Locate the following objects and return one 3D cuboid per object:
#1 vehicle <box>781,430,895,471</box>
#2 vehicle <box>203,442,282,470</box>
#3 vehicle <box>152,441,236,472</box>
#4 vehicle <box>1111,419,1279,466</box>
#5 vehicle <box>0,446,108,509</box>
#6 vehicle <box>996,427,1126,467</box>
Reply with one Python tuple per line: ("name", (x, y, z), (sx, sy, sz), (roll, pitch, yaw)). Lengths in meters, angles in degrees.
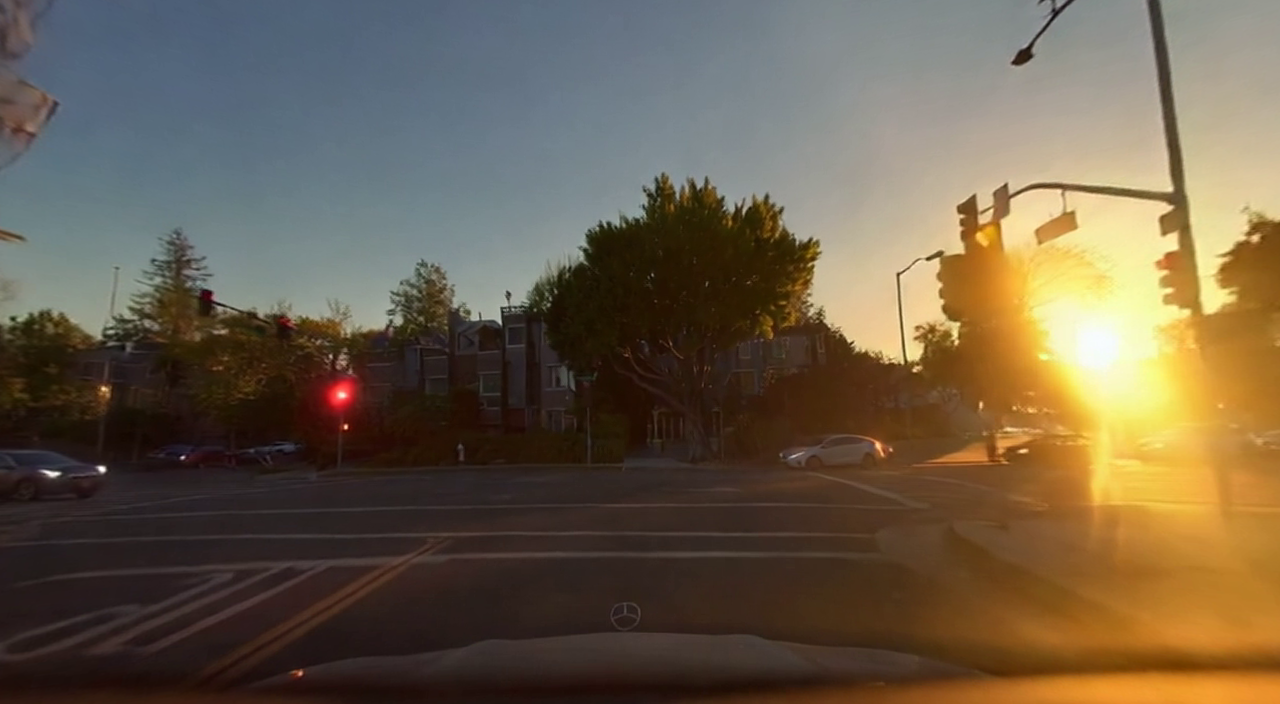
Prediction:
("vehicle", (7.647, 3.829, 24.681), (3.815, 1.504, 1.790), (-1, -8, 2))
("vehicle", (-24.292, 6.342, 38.822), (1.817, 1.488, 4.631), (-1, -8, 0))
("vehicle", (-27.220, 6.347, 38.705), (1.967, 1.779, 4.159), (-1, -8, 2))
("vehicle", (21.184, 3.479, 24.237), (4.510, 1.673, 2.030), (-1, -8, 2))
("vehicle", (-16.944, 3.174, 16.192), (4.989, 1.442, 1.940), (-1, -8, 3))
("vehicle", (18.555, 4.201, 28.023), (4.326, 1.672, 1.903), (-1, -8, 2))
